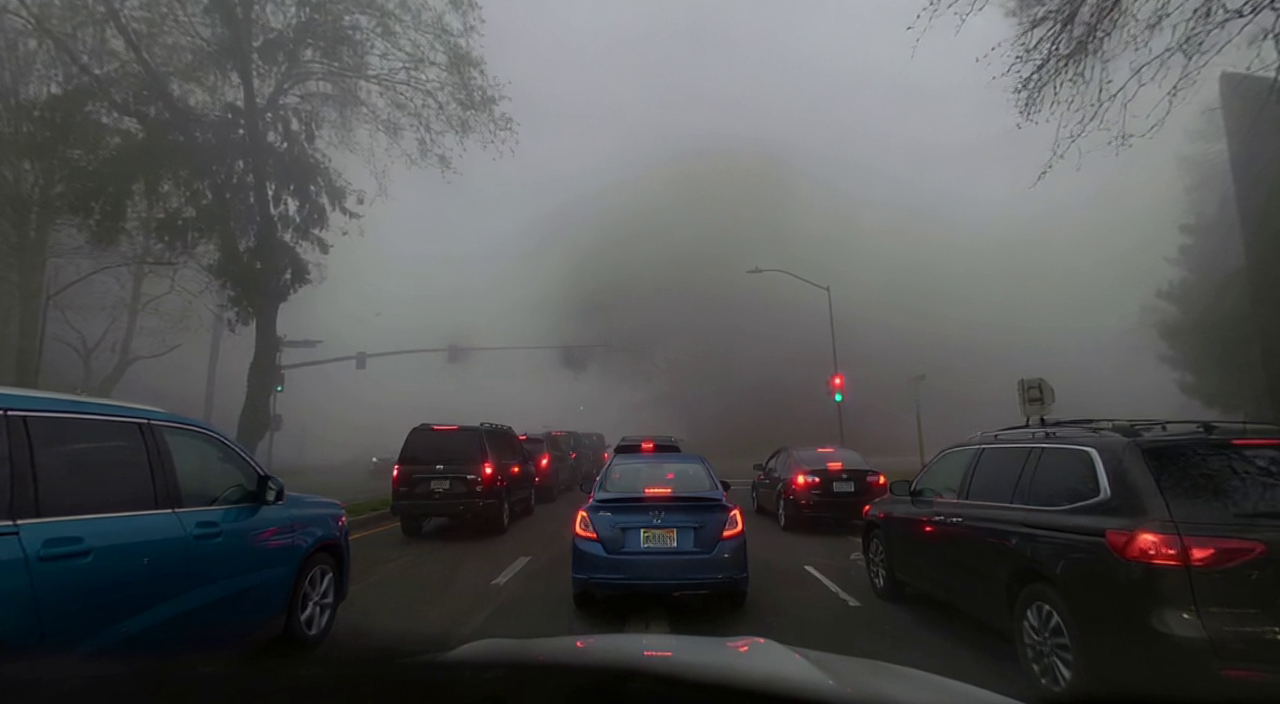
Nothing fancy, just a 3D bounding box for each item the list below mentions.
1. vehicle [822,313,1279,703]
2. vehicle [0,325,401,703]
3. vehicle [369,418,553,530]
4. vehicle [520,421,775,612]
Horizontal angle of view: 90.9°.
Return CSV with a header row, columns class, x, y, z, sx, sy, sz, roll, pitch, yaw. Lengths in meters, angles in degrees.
class,x,y,z,sx,sy,sz,roll,pitch,yaw
vehicle,3.220,1.101,4.729,2.141,1.833,4.704,0,-8,-2
vehicle,-3.117,0.956,3.295,1.982,1.721,4.261,0,-8,1
vehicle,-3.184,2.301,12.446,2.117,1.772,4.619,0,-8,2
vehicle,0.023,1.601,7.049,2.021,1.490,3.948,0,-8,-1
